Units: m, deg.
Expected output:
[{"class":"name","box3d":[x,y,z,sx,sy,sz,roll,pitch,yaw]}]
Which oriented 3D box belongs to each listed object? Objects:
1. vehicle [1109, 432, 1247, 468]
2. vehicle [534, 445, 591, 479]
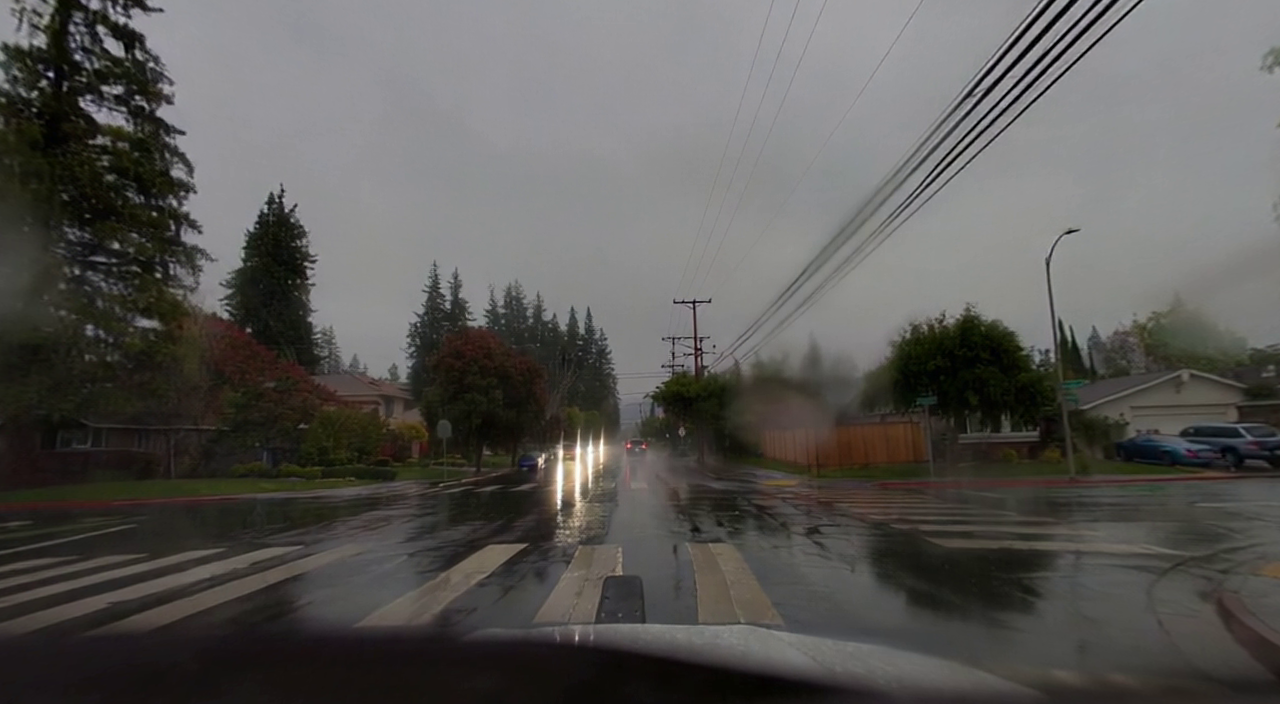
[{"class":"vehicle","box3d":[23.436,4.291,27.801,1.841,1.448,4.688,0,-9,-2]},{"class":"vehicle","box3d":[-3.610,5.197,30.156,2.102,1.463,4.024,0,-9,1]}]
